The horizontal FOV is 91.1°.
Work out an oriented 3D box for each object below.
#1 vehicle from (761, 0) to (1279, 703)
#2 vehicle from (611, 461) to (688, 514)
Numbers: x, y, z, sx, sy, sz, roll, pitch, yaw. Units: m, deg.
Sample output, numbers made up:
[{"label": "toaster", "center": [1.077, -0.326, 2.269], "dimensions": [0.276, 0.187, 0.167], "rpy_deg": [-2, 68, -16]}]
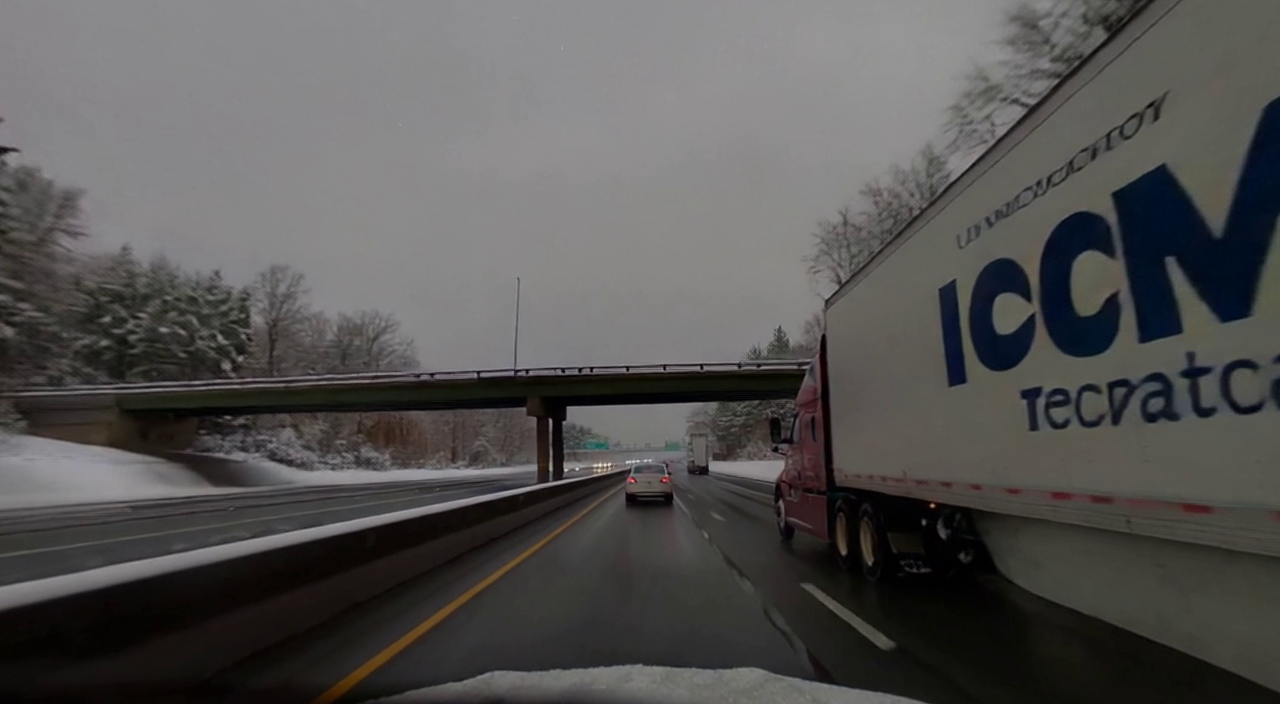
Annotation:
[{"label": "vehicle", "center": [4.436, 0.782, 6.889], "dimensions": [2.964, 4.188, 16.587], "rpy_deg": [1, -10, 0]}, {"label": "vehicle", "center": [0.305, 4.190, 19.688], "dimensions": [2.156, 1.444, 3.762], "rpy_deg": [1, -10, 1]}]
